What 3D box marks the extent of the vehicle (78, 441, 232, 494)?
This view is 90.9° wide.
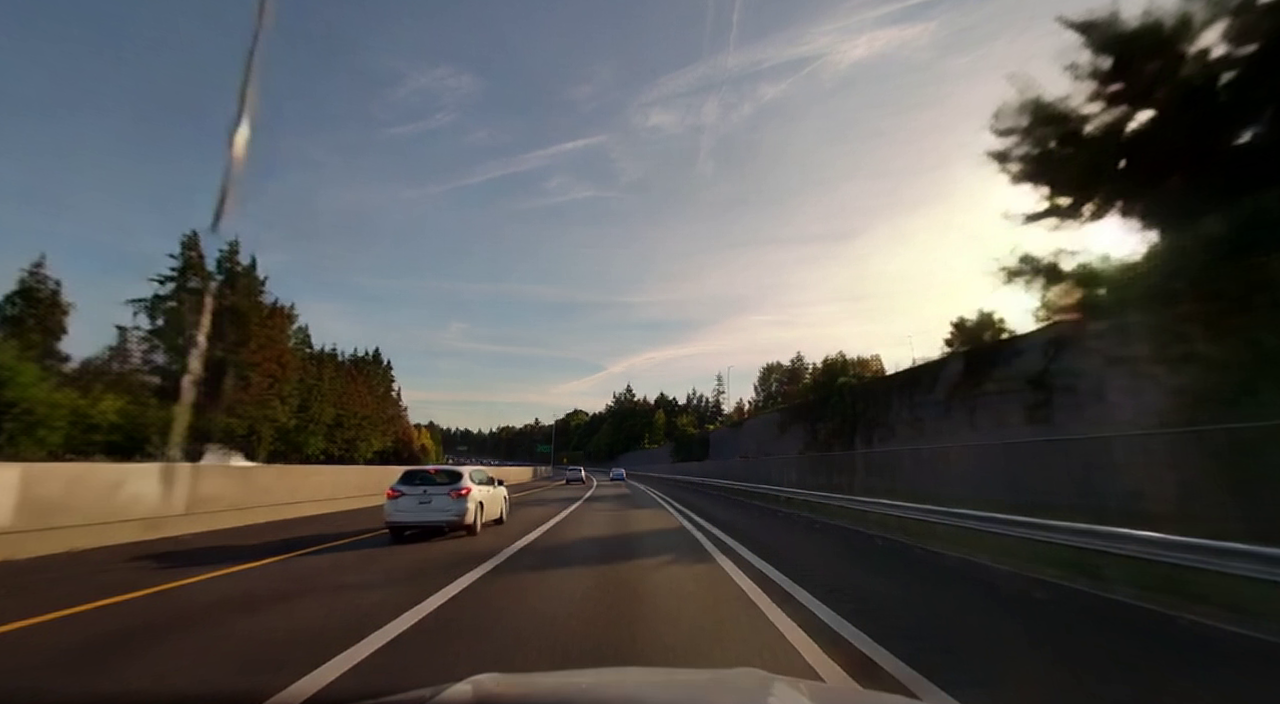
[{"bbox_3d":[-16.864,4.083,22.269,1.917,1.619,4.449,1,-10,-1],"label":"vehicle"}]

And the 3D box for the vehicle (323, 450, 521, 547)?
[{"bbox_3d":[-4.097,2.892,13.011,2.328,1.559,5.041,1,-10,-1],"label":"vehicle"}]
